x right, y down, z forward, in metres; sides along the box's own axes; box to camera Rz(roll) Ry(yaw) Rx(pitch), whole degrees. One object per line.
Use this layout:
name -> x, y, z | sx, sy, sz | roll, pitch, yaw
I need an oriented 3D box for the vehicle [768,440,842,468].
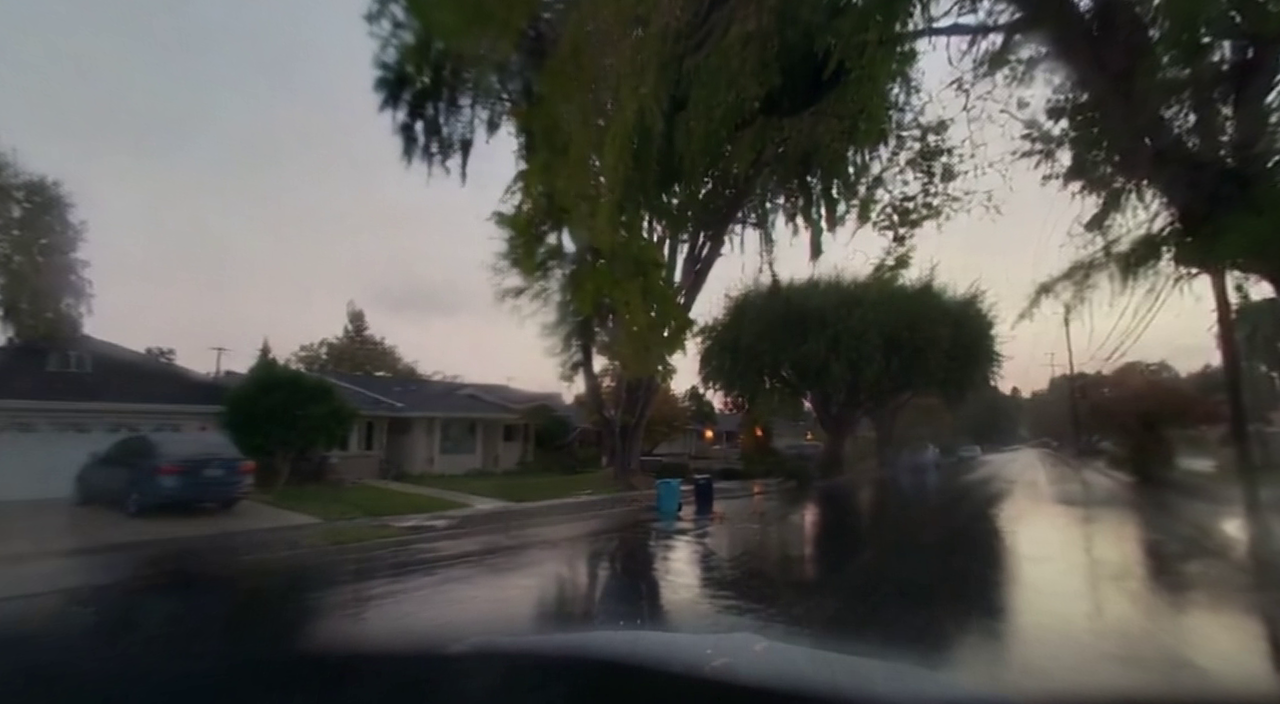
vehicle -> 12.511, 7.700, 47.984 | 5.033, 1.997, 2.126 | -5, -10, 30
